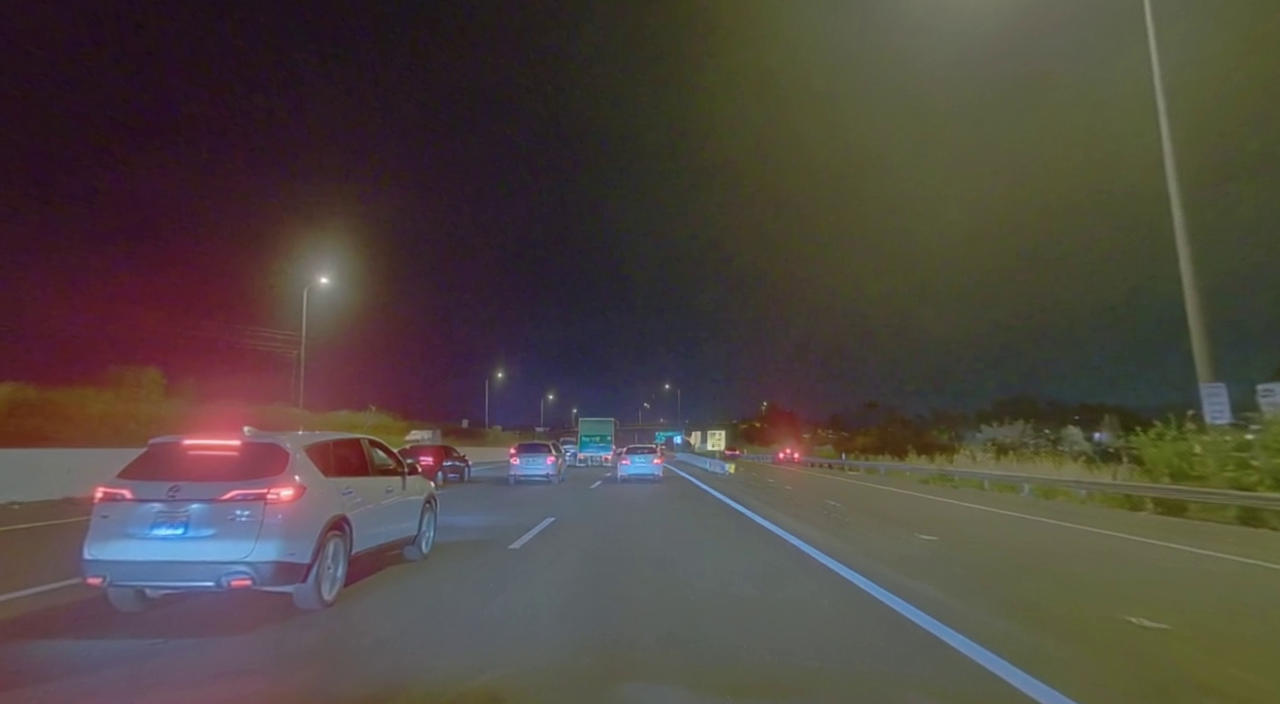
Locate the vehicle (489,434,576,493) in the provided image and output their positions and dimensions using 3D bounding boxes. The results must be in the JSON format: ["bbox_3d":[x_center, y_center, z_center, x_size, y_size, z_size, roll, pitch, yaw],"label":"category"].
[{"bbox_3d":[-3.530,3.758,21.718,2.125,1.792,4.466,0,-8,1],"label":"vehicle"}]

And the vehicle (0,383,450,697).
[{"bbox_3d":[-3.514,1.343,5.681,2.209,1.711,4.296,0,-8,1],"label":"vehicle"}]

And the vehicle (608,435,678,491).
[{"bbox_3d":[0.118,3.762,21.711,2.180,1.716,3.920,0,-8,1],"label":"vehicle"}]
